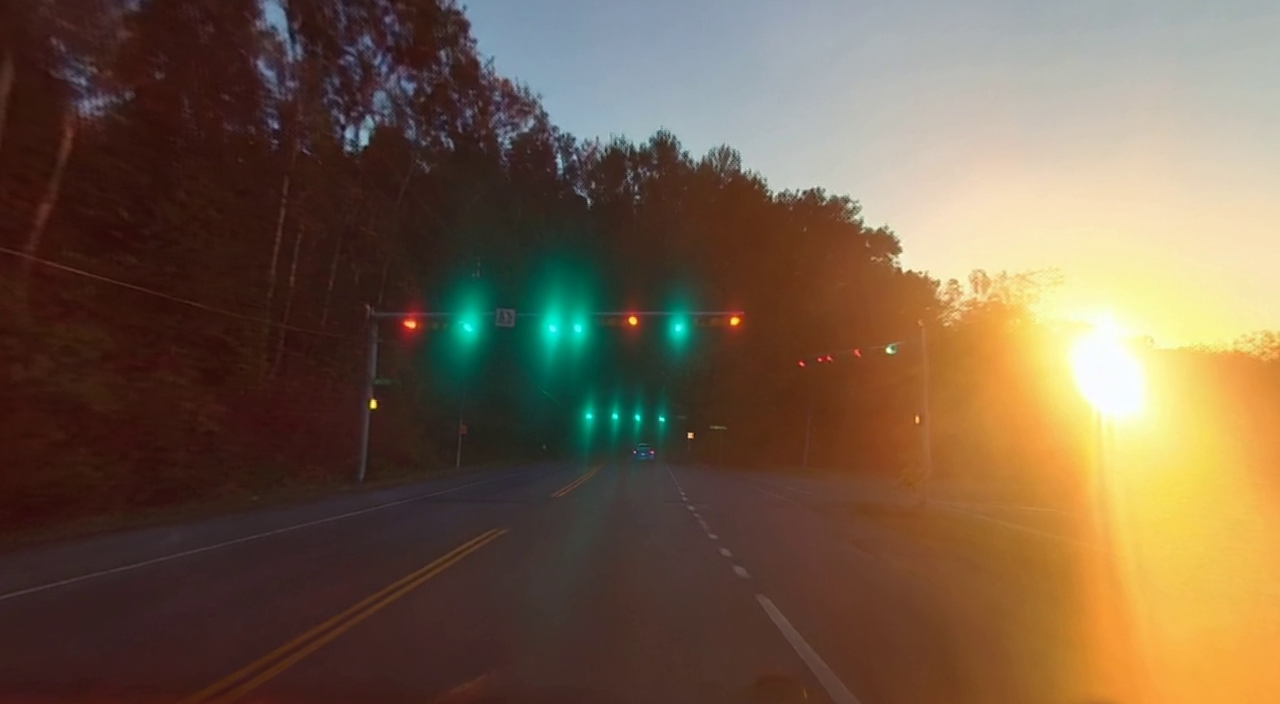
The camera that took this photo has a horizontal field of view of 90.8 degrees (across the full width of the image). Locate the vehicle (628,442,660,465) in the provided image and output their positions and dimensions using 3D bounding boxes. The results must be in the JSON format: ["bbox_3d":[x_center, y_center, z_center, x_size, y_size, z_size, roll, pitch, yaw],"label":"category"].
[{"bbox_3d":[0.313,6.855,42.752,2.042,1.489,3.963,-1,-9,2],"label":"vehicle"}]
